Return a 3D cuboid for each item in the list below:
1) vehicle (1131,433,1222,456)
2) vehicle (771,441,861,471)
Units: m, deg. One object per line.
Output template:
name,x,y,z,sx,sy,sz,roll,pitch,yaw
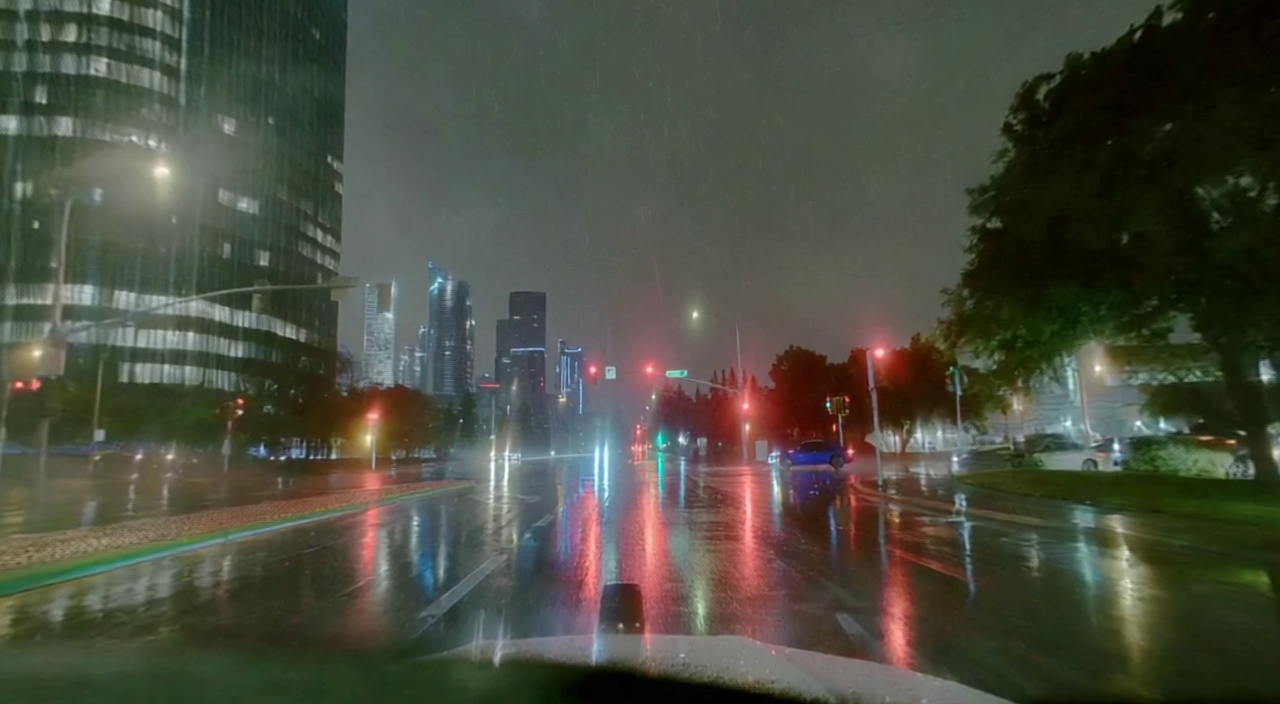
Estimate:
vehicle,40.798,7.061,47.954,4.625,1.741,2.395,0,-9,3
vehicle,9.520,5.639,34.252,4.218,1.572,2.065,1,-9,-3
